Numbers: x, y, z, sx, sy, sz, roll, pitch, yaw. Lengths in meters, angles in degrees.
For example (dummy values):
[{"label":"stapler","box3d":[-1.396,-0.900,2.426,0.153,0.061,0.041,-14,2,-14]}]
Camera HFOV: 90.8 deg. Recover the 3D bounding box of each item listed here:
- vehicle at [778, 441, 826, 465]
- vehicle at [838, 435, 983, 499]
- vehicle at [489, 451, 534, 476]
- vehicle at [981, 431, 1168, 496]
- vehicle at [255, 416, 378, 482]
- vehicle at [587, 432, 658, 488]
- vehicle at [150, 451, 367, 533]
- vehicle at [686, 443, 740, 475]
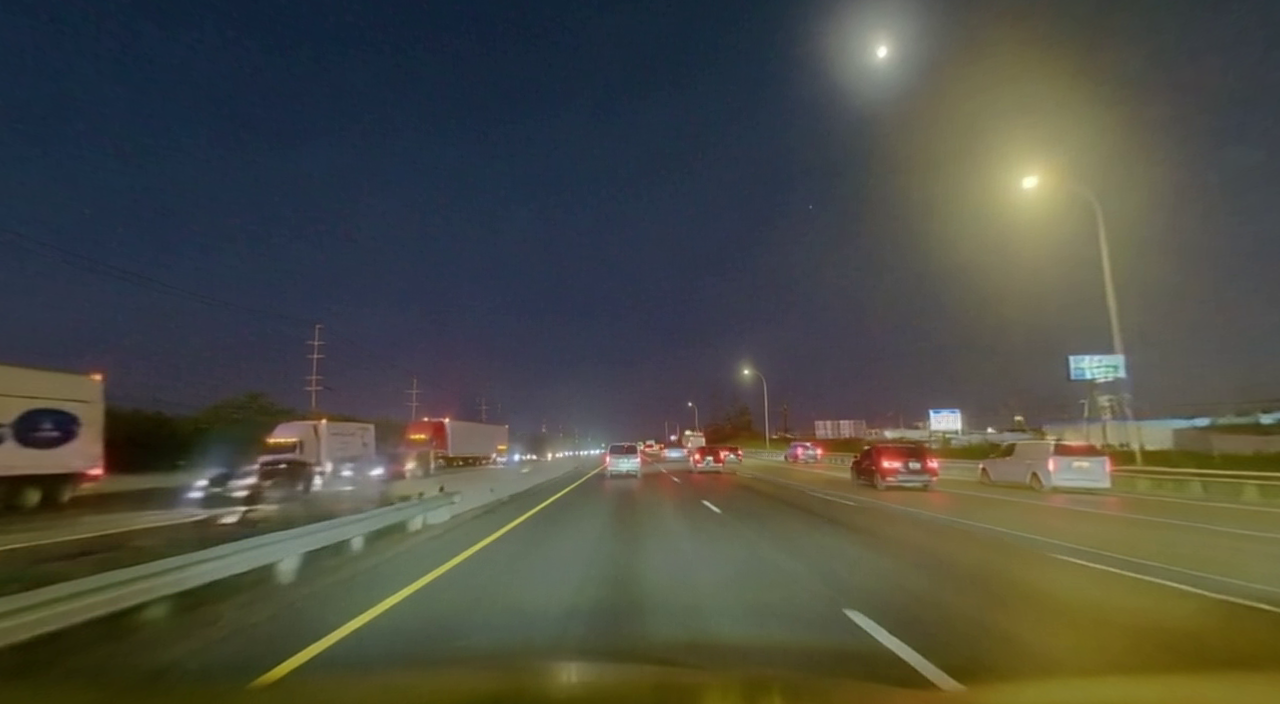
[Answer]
[{"label":"vehicle","box3d":[10.692,6.679,41.982,1.901,1.485,4.483,0,-9,-2]},{"label":"vehicle","box3d":[7.030,3.017,16.997,1.958,1.473,4.201,0,-9,-1]},{"label":"vehicle","box3d":[-8.169,7.125,40.539,1.897,1.470,4.474,0,-9,0]},{"label":"vehicle","box3d":[11.256,2.902,16.819,1.944,1.505,4.138,0,-9,-2]},{"label":"vehicle","box3d":[-22.736,6.941,45.470,2.958,4.081,11.148,0,-9,0]},{"label":"vehicle","box3d":[-0.581,3.854,22.854,2.298,1.809,4.359,0,-8,0]},{"label":"vehicle","box3d":[-8.181,2.994,14.190,2.086,1.477,4.438,0,-9,0]},{"label":"vehicle","box3d":[3.573,5.311,31.697,1.934,1.461,4.368,0,-9,-4]}]
